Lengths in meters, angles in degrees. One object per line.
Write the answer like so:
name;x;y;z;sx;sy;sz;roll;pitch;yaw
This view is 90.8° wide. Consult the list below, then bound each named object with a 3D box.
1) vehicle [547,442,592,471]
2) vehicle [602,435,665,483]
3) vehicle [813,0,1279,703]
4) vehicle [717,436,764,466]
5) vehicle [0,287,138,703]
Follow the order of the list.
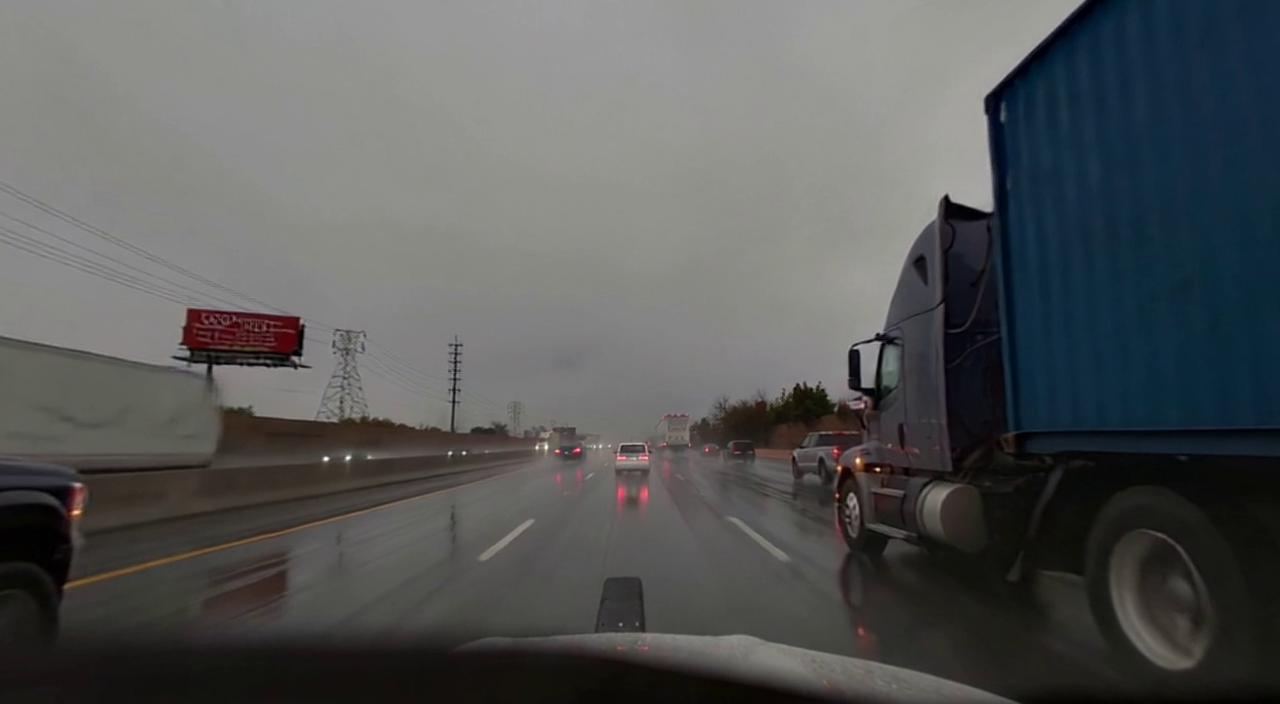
vehicle;-3.889;5.858;35.541;2.025;1.498;4.675;0;-9;0
vehicle;-0.223;4.074;24.273;2.191;1.685;4.015;0;-9;0
vehicle;3.610;-0.212;3.164;3.013;3.940;7.933;0;-9;-1
vehicle;7.001;6.968;44.560;2.302;1.973;5.502;0;-9;-1
vehicle;-4.169;0.382;0.628;2.323;2.046;6.006;0;-9;1
